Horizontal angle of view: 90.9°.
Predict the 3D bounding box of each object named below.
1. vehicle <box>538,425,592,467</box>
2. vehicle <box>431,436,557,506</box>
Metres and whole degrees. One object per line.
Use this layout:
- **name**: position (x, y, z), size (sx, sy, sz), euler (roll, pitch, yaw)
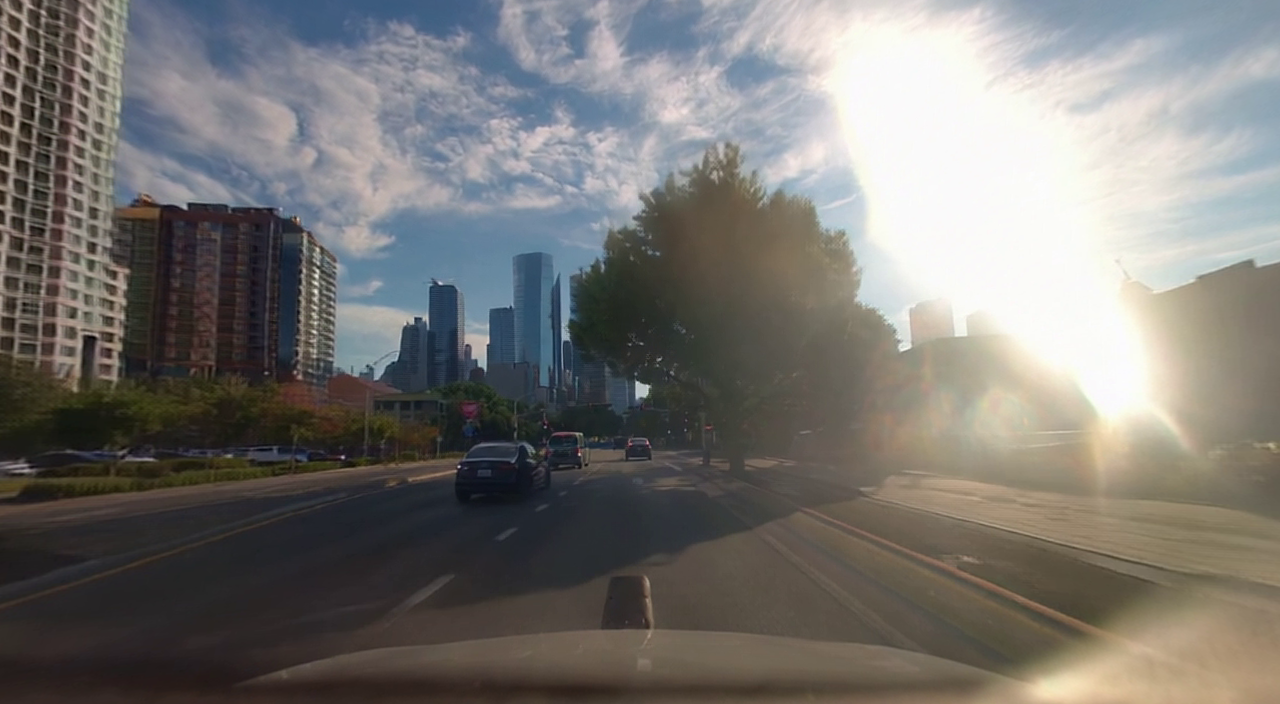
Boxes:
- **vehicle**: position (-3.764, 4.838, 32.341), size (2.152, 1.987, 4.527), euler (0, -8, 1)
- **vehicle**: position (-3.286, 2.760, 15.105), size (1.959, 1.406, 4.272), euler (0, -8, 1)
